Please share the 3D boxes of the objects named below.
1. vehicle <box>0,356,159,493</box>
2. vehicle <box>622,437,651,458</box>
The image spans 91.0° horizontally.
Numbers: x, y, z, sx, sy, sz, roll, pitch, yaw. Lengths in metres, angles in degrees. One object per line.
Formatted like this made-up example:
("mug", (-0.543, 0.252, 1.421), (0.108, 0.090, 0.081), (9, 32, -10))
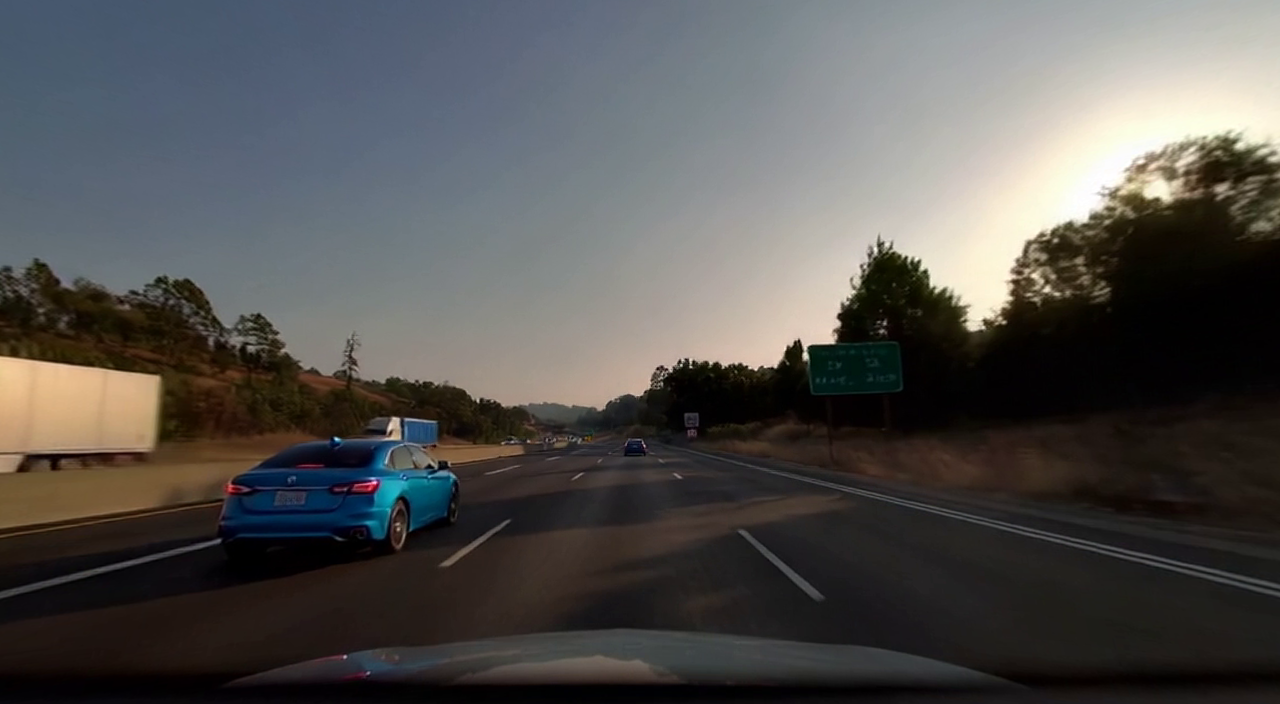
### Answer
("vehicle", (-18.754, 1.740, 15.361), (2.854, 3.673, 14.630), (0, -8, -1))
("vehicle", (-0.333, 7.012, 46.409), (2.028, 1.440, 3.690), (0, -8, -2))
